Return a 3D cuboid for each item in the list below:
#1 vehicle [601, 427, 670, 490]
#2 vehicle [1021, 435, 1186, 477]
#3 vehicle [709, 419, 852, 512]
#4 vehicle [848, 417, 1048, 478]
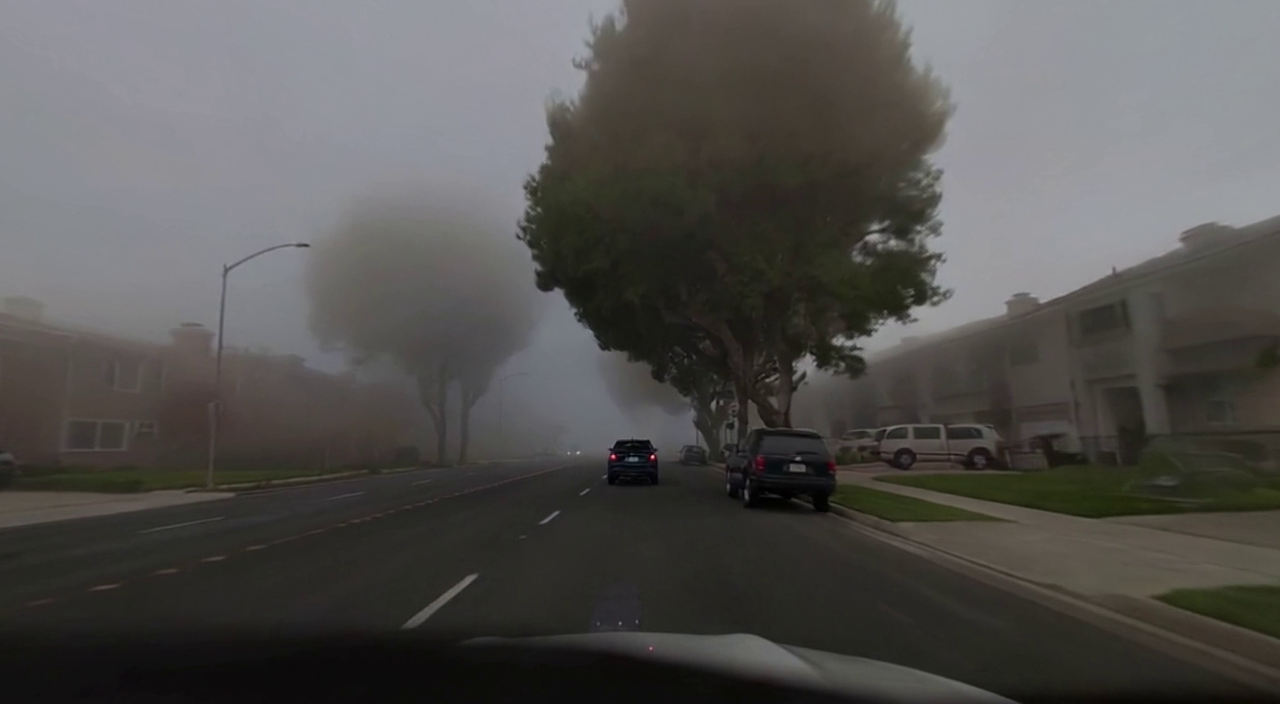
[{"bbox_3d":[-0.181,3.478,20.867,1.994,1.810,5.057,0,-9,-1],"label":"vehicle"},{"bbox_3d":[16.294,3.667,22.295,4.317,1.420,1.828,0,-9,1],"label":"vehicle"},{"bbox_3d":[3.225,2.761,15.780,2.416,1.922,5.023,0,-9,0],"label":"vehicle"},{"bbox_3d":[10.629,3.354,22.099,5.709,2.017,2.435,0,-9,-2],"label":"vehicle"}]
